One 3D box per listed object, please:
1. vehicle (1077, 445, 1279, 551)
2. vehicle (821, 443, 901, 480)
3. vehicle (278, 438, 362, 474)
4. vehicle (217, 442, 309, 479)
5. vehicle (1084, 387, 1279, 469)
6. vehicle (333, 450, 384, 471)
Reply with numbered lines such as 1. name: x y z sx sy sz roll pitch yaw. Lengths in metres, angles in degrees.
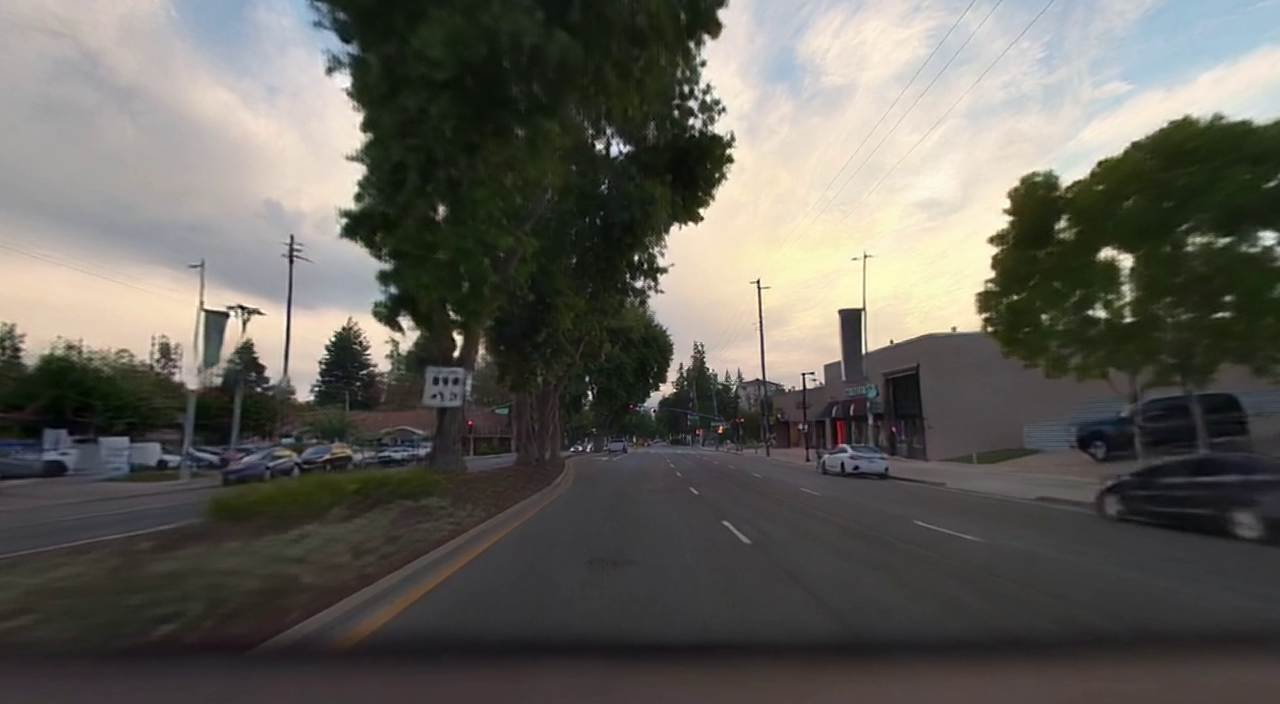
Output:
1. vehicle: 9.865 2.295 10.507 1.926 1.464 4.436 0 -9 -1
2. vehicle: 9.960 4.964 28.946 1.919 1.546 4.730 0 -9 0
3. vehicle: -19.176 6.215 38.207 2.085 1.957 5.548 -1 -8 1
4. vehicle: -19.424 5.604 32.833 1.966 1.753 4.634 0 -9 -2
5. vehicle: 18.875 2.732 22.017 2.179 2.441 5.974 0 -9 -3
6. vehicle: -19.080 7.339 42.983 1.928 1.336 3.353 0 -9 0
